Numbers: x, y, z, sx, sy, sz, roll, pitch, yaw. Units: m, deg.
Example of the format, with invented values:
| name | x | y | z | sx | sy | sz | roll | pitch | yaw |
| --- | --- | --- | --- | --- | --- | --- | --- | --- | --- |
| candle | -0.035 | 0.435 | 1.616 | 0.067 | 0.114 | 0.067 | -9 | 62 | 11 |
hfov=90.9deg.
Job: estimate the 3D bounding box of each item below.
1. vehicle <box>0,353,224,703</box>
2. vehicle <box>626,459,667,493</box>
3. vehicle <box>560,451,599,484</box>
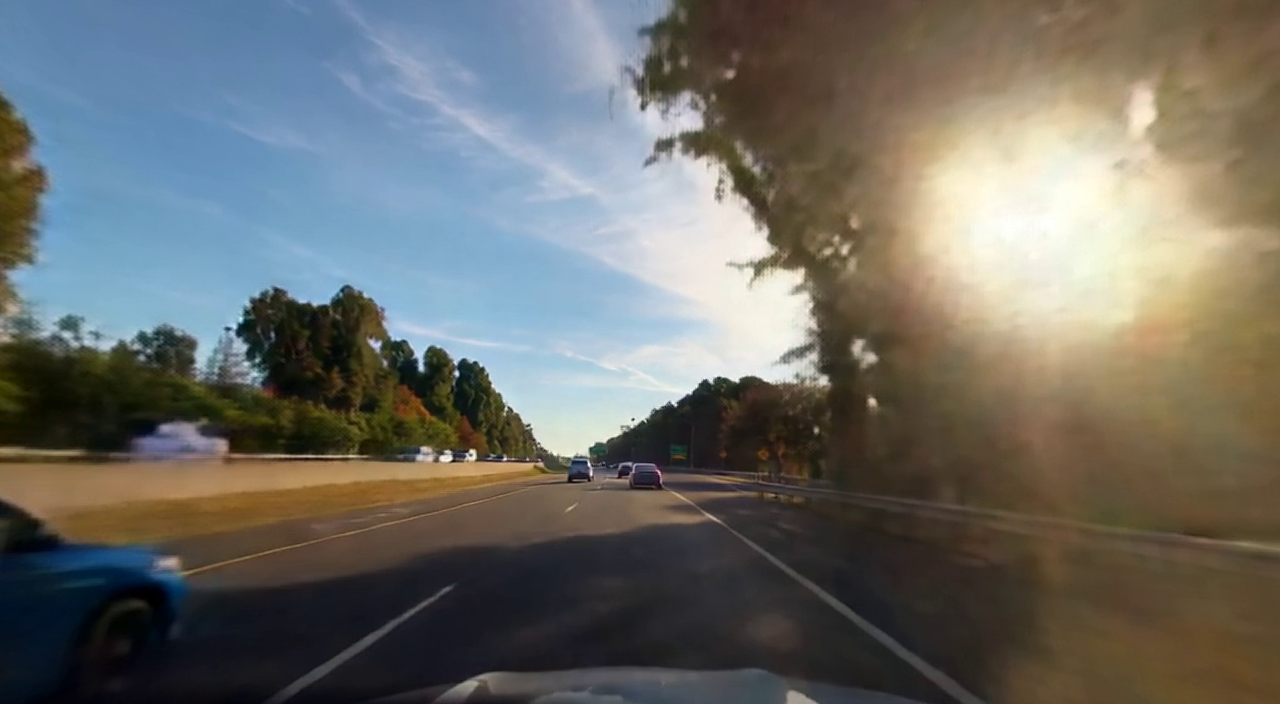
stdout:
| name | x | y | z | sx | sy | sz | roll | pitch | yaw |
| --- | --- | --- | --- | --- | --- | --- | --- | --- | --- |
| vehicle | -3.628 | 0.638 | 1.353 | 2.176 | 1.678 | 4.724 | 1 | -10 | 0 |
| vehicle | 0.263 | 6.167 | 31.447 | 1.905 | 1.559 | 3.491 | 1 | -10 | -1 |
| vehicle | -4.168 | 8.106 | 44.306 | 2.237 | 2.113 | 4.815 | 1 | -10 | 0 |
